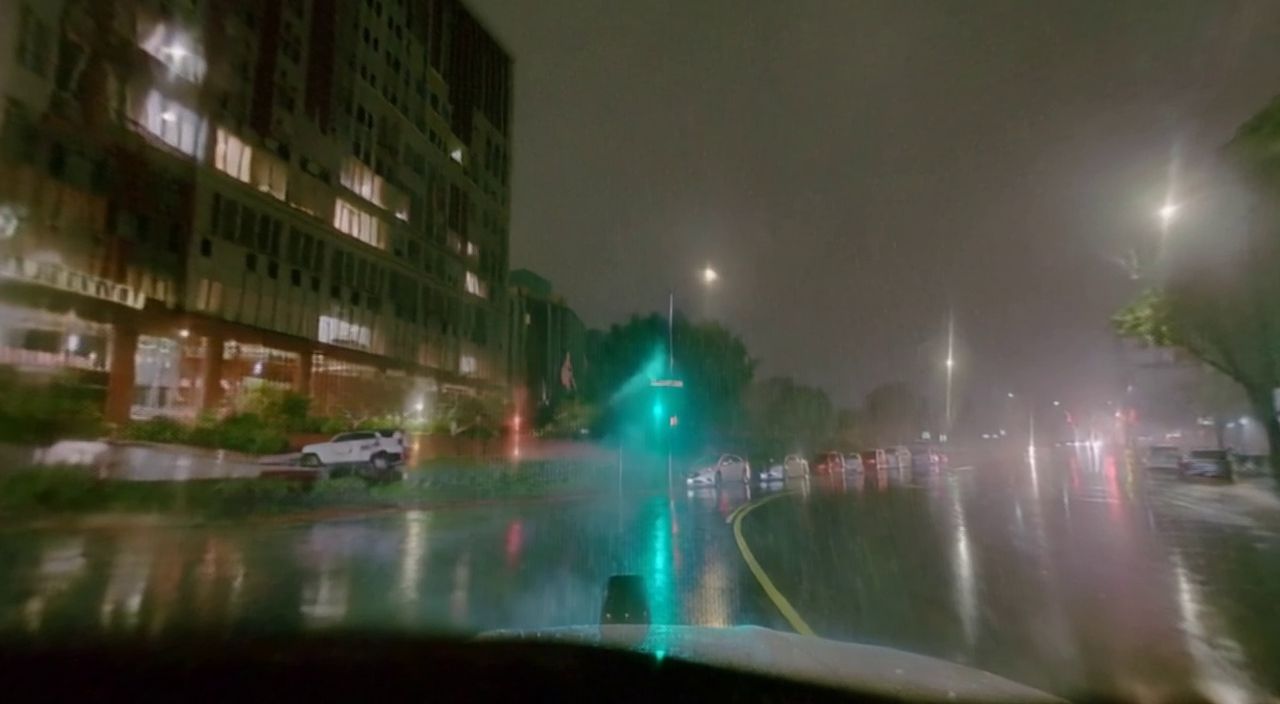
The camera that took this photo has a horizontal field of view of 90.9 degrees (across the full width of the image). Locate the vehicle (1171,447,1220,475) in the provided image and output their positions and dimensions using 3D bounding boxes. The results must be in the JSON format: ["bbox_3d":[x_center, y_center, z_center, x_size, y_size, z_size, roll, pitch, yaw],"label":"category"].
[{"bbox_3d":[37.996,7.425,43.219,2.189,1.753,4.376,-7,-11,38],"label":"vehicle"}]

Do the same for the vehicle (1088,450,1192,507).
[{"bbox_3d":[15.266,3.808,19.500,2.148,1.488,4.508,-6,-10,35],"label":"vehicle"}]

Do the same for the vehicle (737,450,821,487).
[{"bbox_3d":[7.140,5.839,31.983,2.179,1.658,4.765,-7,-11,39],"label":"vehicle"}]

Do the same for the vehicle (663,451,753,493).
[{"bbox_3d":[3.050,5.183,27.653,1.922,1.628,4.291,-7,-11,38],"label":"vehicle"}]

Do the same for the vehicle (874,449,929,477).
[{"bbox_3d":[15.456,6.500,37.135,1.852,1.465,4.092,-7,-11,38],"label":"vehicle"}]
